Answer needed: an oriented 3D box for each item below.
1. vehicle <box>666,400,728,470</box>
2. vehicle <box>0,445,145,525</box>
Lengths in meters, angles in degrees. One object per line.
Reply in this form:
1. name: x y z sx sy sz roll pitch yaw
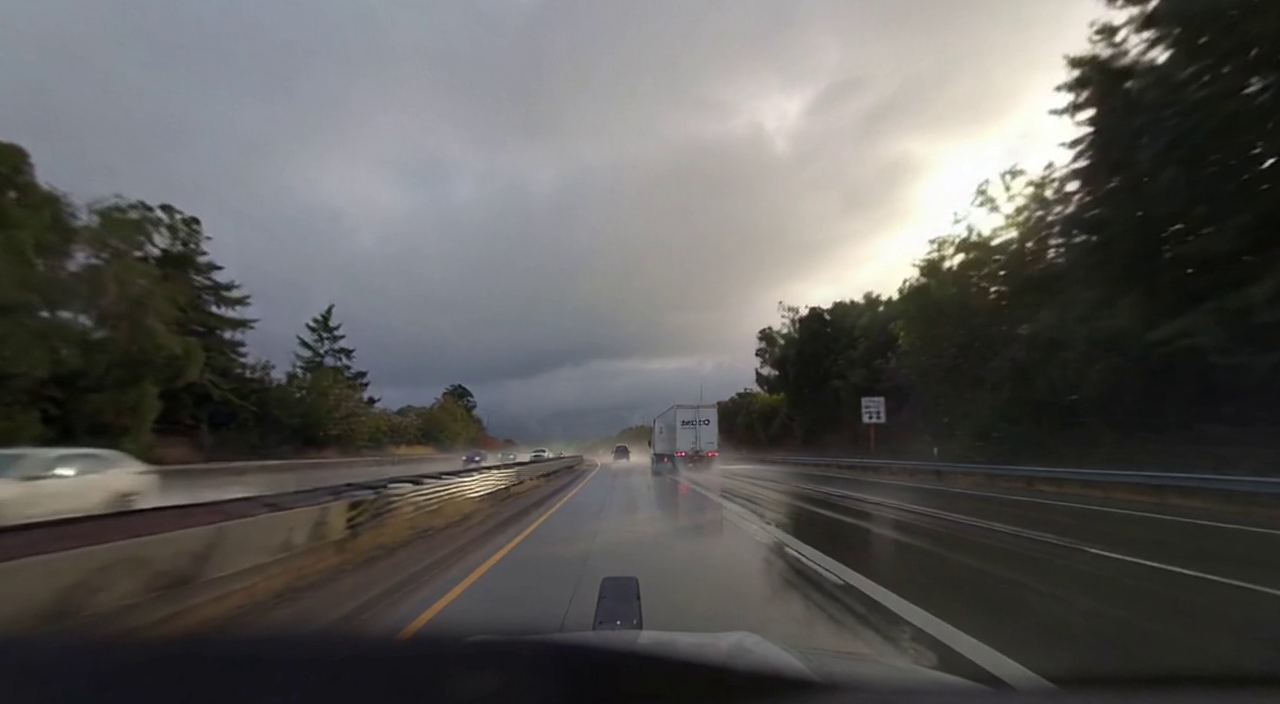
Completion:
1. vehicle: 3.402 5.308 39.677 2.892 3.928 8.380 0 -9 -2
2. vehicle: -13.444 2.850 13.858 1.813 1.545 3.874 0 -9 -1
